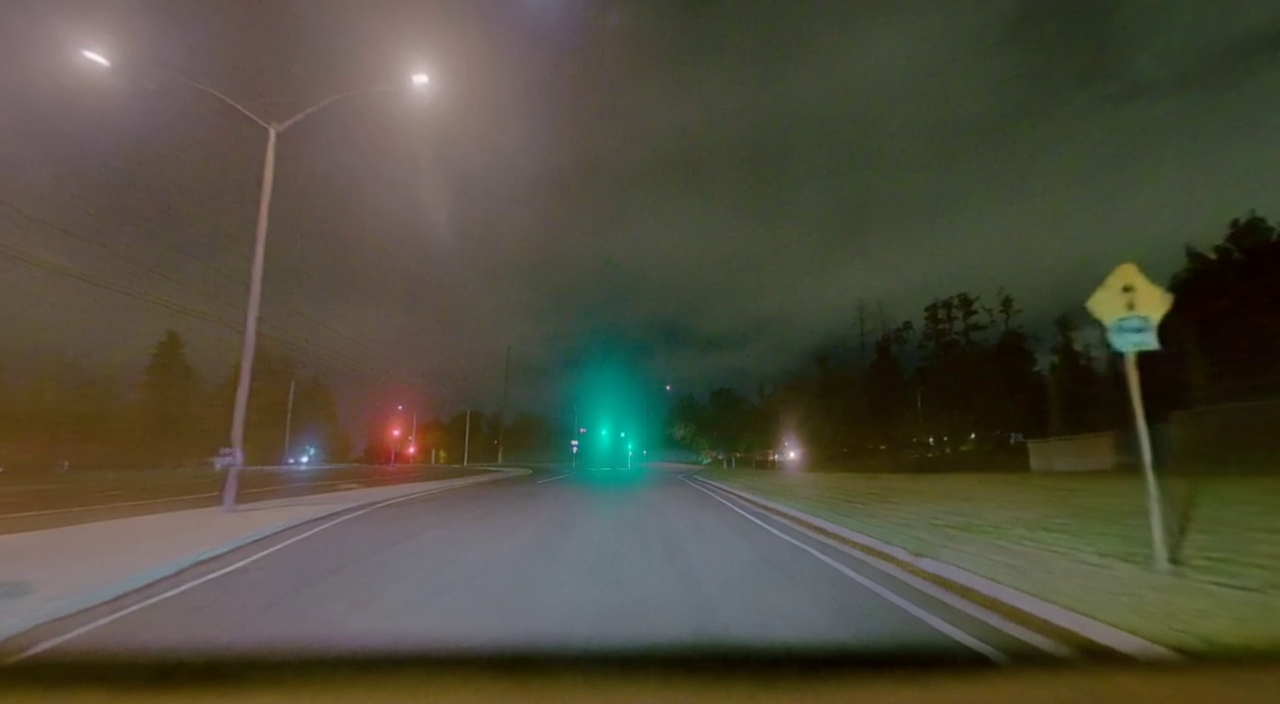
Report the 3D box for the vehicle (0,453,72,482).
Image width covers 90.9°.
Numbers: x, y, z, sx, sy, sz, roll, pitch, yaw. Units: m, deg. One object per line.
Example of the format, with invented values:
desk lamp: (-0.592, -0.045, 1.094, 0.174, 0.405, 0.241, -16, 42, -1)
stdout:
vehicle: (-34.774, 6.429, 35.321, 1.839, 1.435, 4.271, 0, -8, 0)
